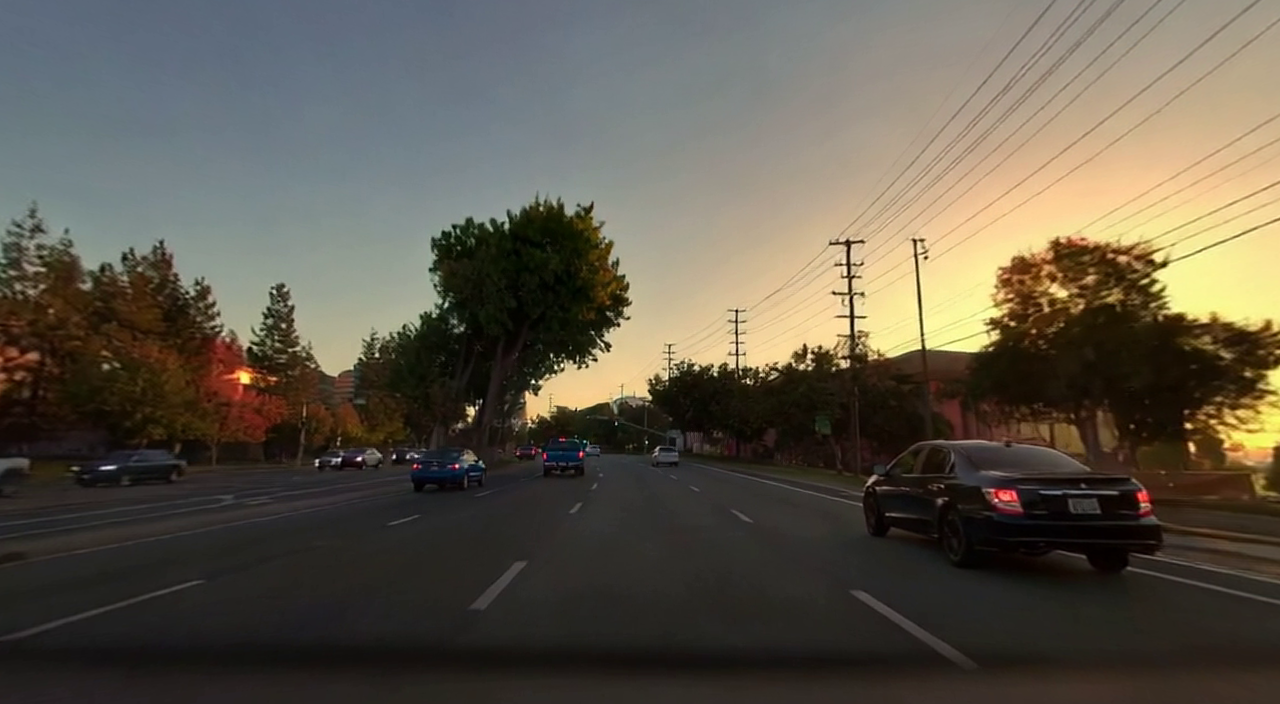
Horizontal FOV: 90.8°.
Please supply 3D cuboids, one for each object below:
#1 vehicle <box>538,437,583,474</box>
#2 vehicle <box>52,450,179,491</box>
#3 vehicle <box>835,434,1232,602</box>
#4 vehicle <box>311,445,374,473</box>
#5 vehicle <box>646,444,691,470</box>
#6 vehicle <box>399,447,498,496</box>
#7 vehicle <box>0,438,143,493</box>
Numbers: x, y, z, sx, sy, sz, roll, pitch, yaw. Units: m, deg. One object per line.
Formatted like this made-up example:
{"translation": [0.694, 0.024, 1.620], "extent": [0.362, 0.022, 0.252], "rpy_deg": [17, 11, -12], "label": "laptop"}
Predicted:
{"translation": [-4.701, 6.176, 37.912], "extent": [2.467, 1.991, 6.089], "rpy_deg": [1, -9, -6], "label": "vehicle"}
{"translation": [-24.165, 5.425, 29.408], "extent": [1.915, 1.689, 4.640], "rpy_deg": [0, -8, 0], "label": "vehicle"}
{"translation": [4.150, 1.788, 7.843], "extent": [1.840, 1.428, 4.602], "rpy_deg": [0, -8, -2], "label": "vehicle"}
{"translation": [-21.283, 7.650, 45.457], "extent": [2.071, 1.925, 5.206], "rpy_deg": [0, -8, -1], "label": "vehicle"}
{"translation": [1.614, 6.268, 37.901], "extent": [2.071, 1.435, 4.226], "rpy_deg": [1, -9, -6], "label": "vehicle"}
{"translation": [-6.430, 4.042, 21.854], "extent": [2.035, 1.497, 4.723], "rpy_deg": [0, -8, -1], "label": "vehicle"}
{"translation": [-28.535, 5.366, 29.895], "extent": [2.960, 2.287, 8.741], "rpy_deg": [-1, -10, 0], "label": "vehicle"}
